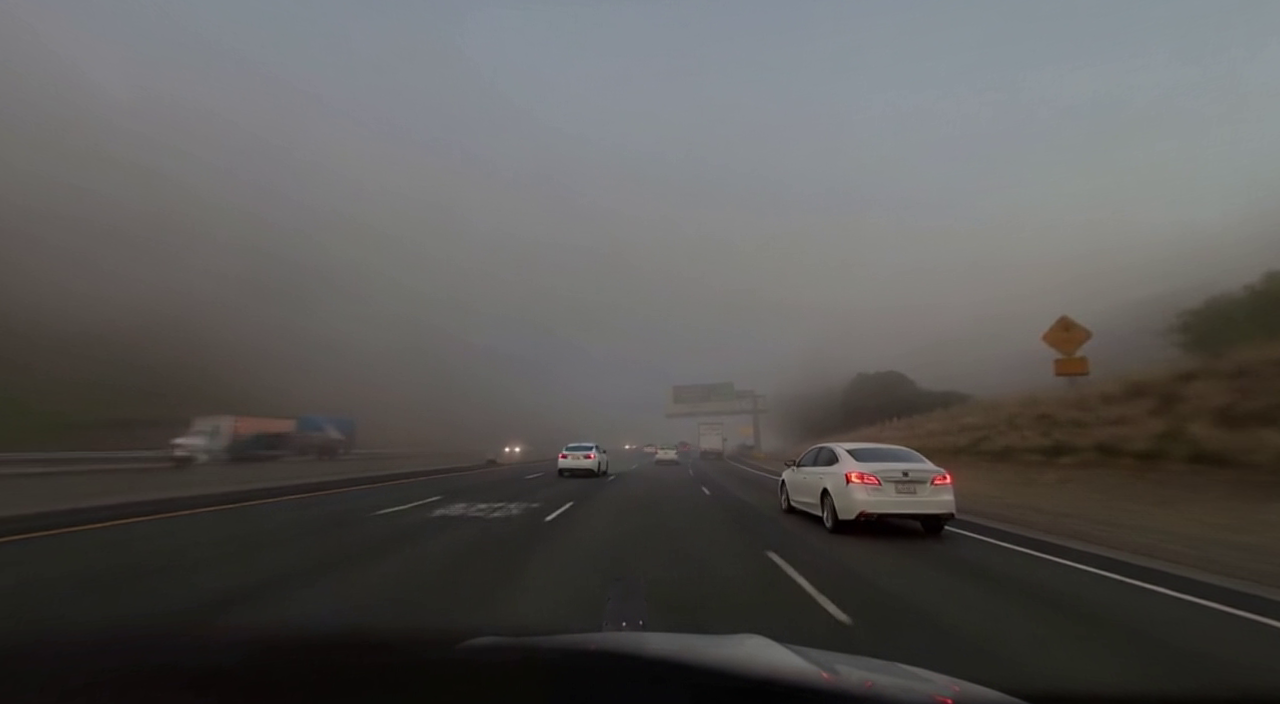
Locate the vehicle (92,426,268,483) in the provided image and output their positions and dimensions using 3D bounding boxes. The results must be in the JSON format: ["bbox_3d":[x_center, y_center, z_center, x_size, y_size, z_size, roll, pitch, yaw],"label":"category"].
[{"bbox_3d":[-17.039,3.849,23.870,2.389,1.886,5.415,-1,-8,3],"label":"vehicle"}]

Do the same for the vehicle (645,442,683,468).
[{"bbox_3d":[1.525,6.263,38.624,2.202,1.467,3.929,-1,-8,4],"label":"vehicle"}]

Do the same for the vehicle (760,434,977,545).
[{"bbox_3d":[3.463,2.153,10.619,2.013,1.464,4.317,0,-8,0],"label":"vehicle"}]

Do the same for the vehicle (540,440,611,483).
[{"bbox_3d":[-2.376,4.217,24.608,2.031,1.491,4.792,-1,-8,3],"label":"vehicle"}]
